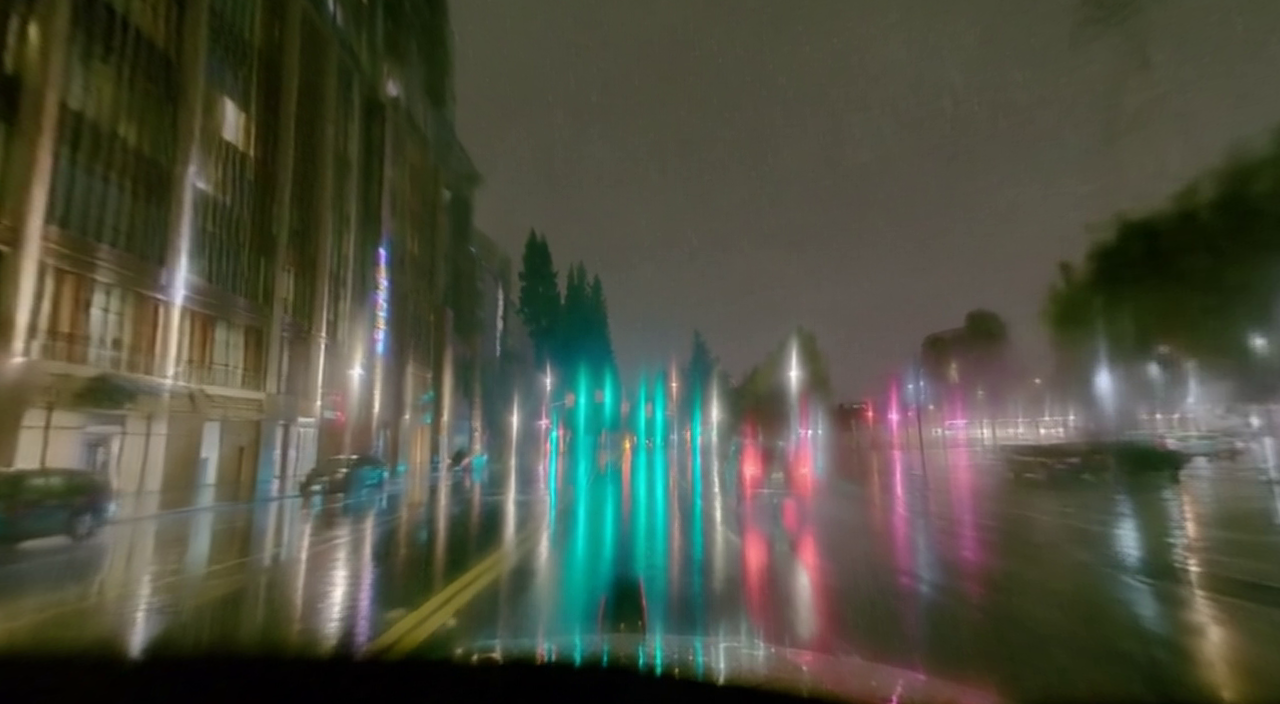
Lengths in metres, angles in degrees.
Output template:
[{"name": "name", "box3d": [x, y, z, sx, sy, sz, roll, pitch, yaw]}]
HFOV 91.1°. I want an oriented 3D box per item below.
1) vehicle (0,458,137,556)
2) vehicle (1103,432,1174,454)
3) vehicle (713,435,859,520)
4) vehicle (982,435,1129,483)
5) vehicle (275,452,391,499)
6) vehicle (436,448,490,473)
[{"name": "vehicle", "box3d": [-12.192, 2.923, 11.935, 1.867, 1.583, 4.108, -1, -8, 0]}, {"name": "vehicle", "box3d": [38.016, 6.933, 47.837, 4.573, 1.629, 2.467, 4, -9, -27]}, {"name": "vehicle", "box3d": [2.931, 2.625, 13.733, 2.080, 1.524, 4.348, 0, -8, -1]}, {"name": "vehicle", "box3d": [16.196, 4.148, 24.643, 4.412, 1.503, 1.771, -4, -7, 0]}, {"name": "vehicle", "box3d": [-12.018, 4.838, 25.034, 2.015, 1.521, 4.798, -1, -8, 3]}, {"name": "vehicle", "box3d": [-11.748, 7.295, 42.067, 1.944, 1.575, 4.895, -1, -10, 3]}]
